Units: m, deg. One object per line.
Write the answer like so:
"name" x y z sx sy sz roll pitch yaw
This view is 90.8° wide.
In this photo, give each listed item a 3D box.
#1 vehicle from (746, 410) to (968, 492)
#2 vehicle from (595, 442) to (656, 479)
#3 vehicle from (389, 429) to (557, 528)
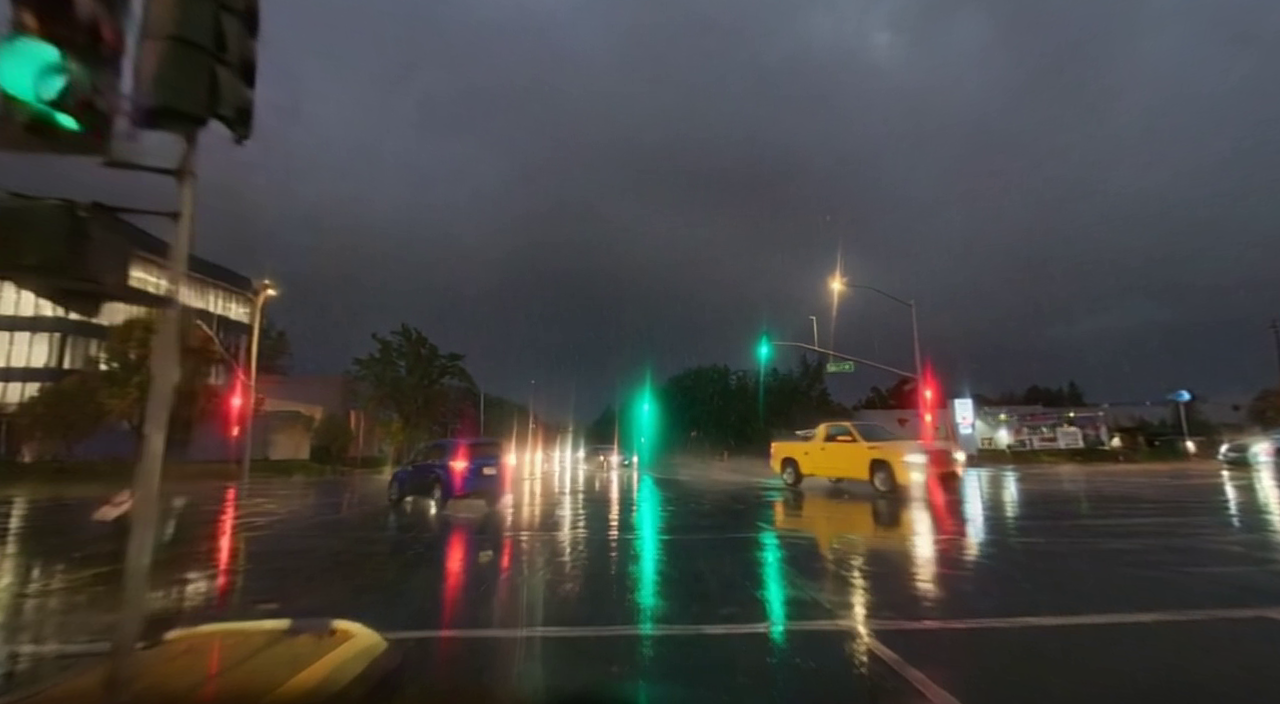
"vehicle" 6.701 3.114 20.068 5.960 2.200 2.708 -8 -11 41
"vehicle" -0.801 5.127 30.133 2.142 1.607 4.733 1 -9 -11
"vehicle" -3.829 2.656 13.917 2.238 1.762 4.445 5 -10 -32
